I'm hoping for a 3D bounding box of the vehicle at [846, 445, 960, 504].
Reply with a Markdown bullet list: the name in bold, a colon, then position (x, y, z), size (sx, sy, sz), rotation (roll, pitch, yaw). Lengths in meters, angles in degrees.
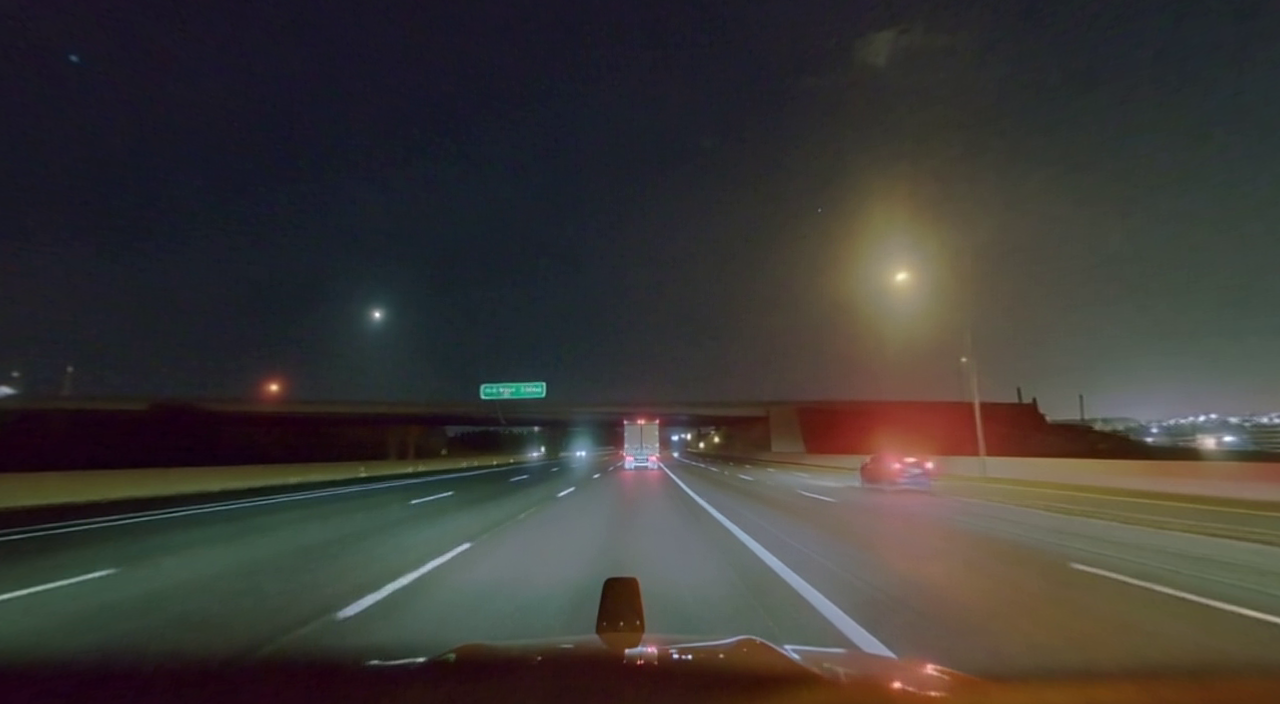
- **vehicle**: position (7.297, 3.410, 17.897), size (1.660, 1.497, 3.594), rotation (0, -9, 1)
